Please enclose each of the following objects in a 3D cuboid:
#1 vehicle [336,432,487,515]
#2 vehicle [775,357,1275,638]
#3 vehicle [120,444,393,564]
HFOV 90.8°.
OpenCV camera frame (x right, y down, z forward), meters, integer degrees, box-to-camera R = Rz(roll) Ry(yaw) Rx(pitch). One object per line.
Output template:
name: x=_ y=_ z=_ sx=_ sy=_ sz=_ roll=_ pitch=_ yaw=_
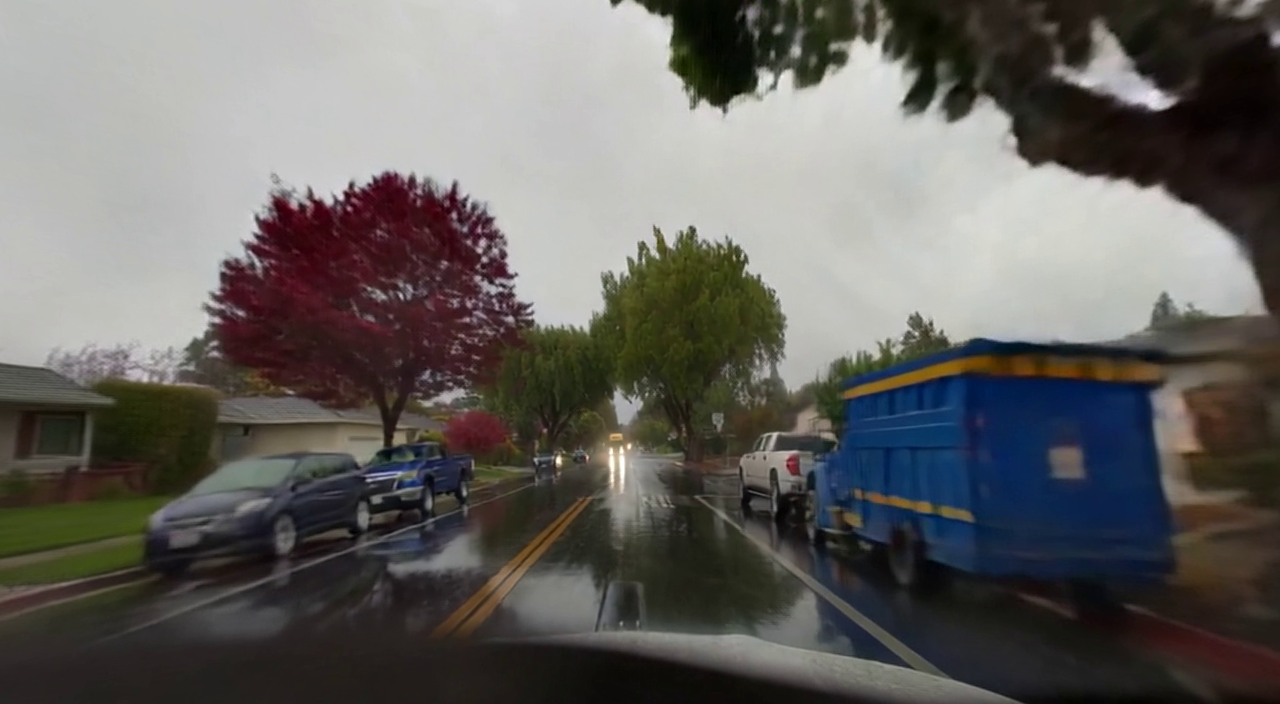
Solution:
vehicle: x=-6.532 y=3.540 z=19.025 sx=2.302 sy=2.059 sz=5.758 roll=-1 pitch=-9 yaw=1
vehicle: x=3.443 y=1.492 z=7.565 sx=2.332 sy=2.044 sz=5.695 roll=0 pitch=-9 yaw=0
vehicle: x=-6.860 y=2.714 z=12.260 sx=2.005 sy=1.785 sz=5.179 roll=-1 pitch=-9 yaw=0
